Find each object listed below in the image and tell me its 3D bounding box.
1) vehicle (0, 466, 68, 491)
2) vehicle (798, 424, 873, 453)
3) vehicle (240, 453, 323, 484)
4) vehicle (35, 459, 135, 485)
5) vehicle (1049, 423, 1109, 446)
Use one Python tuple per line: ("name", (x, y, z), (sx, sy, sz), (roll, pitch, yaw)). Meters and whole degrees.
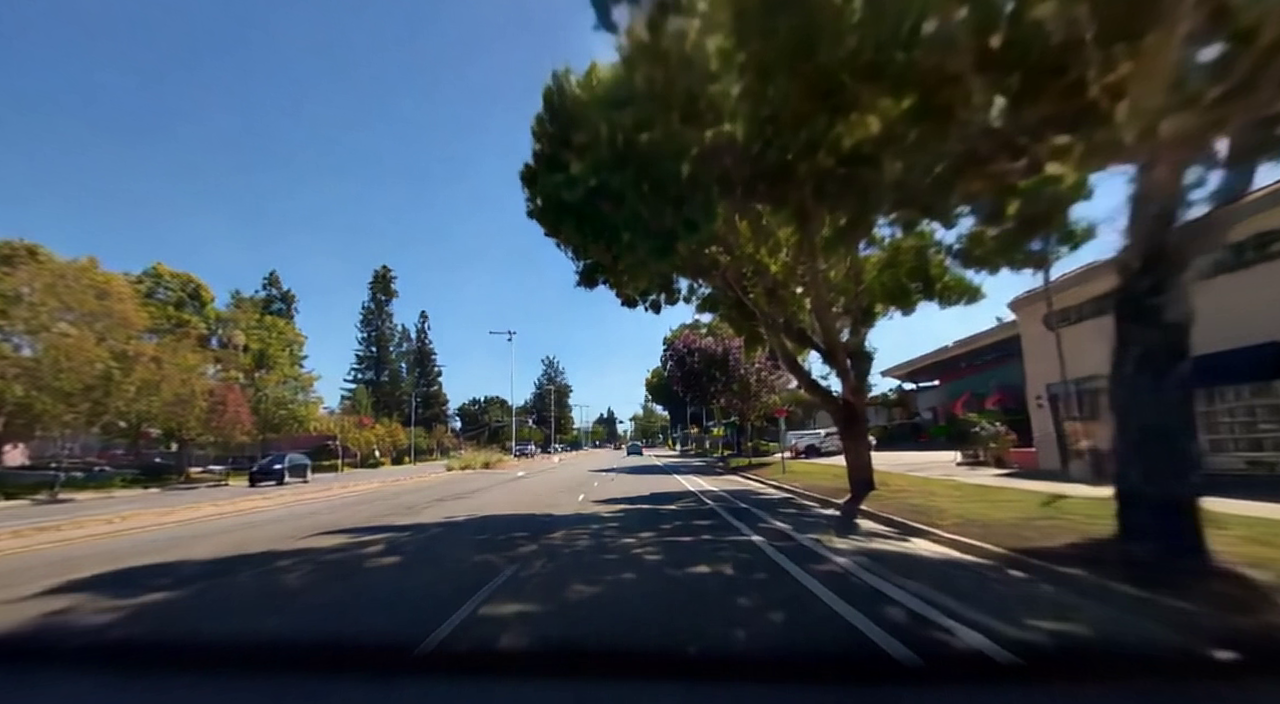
("vehicle", (-36.483, 7.512, 37.465), (3.395, 1.354, 1.608), (0, -8, -4))
("vehicle", (13.637, 6.040, 44.197), (4.514, 1.929, 1.991), (0, -8, -4))
("vehicle", (-19.118, 6.217, 33.936), (1.825, 1.457, 4.454), (0, -8, 0))
("vehicle", (-37.090, 8.003, 42.293), (4.772, 1.580, 2.040), (0, -8, 2))
("vehicle", (32.956, 6.240, 47.596), (1.780, 1.456, 4.390), (-6, -10, 8))
